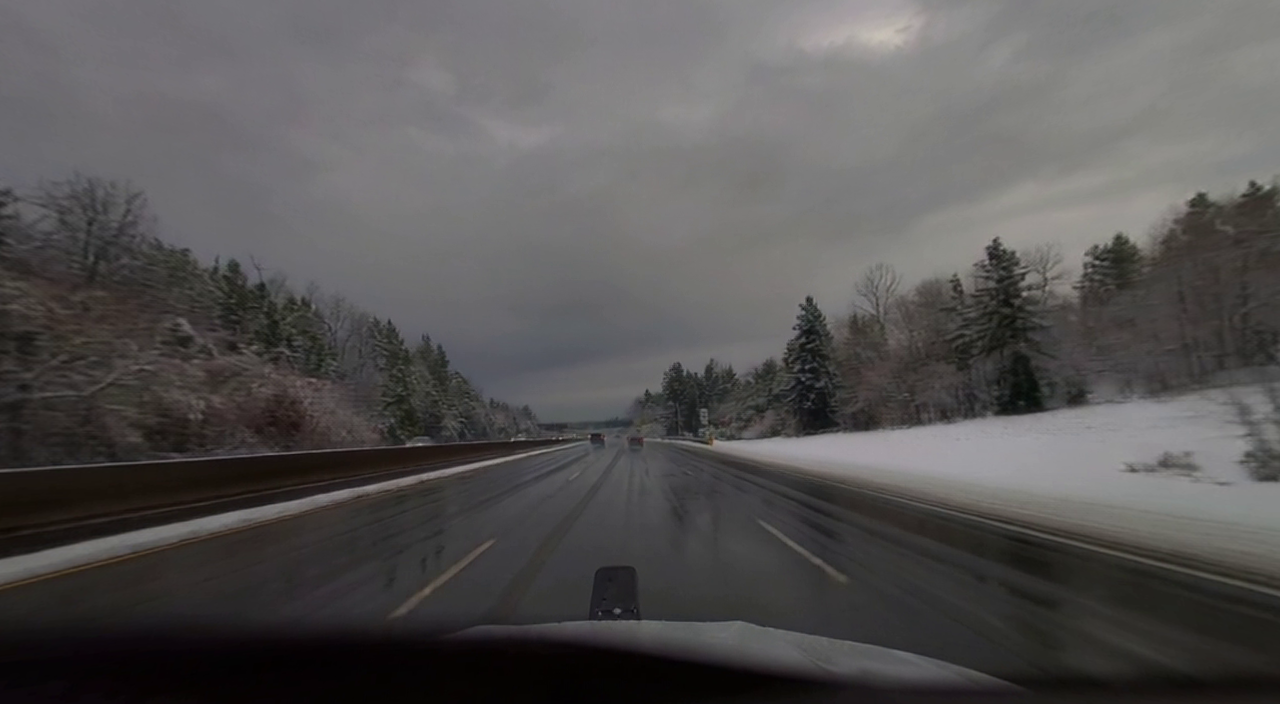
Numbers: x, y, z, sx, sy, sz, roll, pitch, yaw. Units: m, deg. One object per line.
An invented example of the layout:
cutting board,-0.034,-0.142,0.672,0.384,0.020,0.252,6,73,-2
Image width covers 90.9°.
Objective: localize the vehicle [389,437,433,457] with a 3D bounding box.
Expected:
vehicle,-17.958,7.467,49.575,1.826,1.498,4.295,0,-8,0
